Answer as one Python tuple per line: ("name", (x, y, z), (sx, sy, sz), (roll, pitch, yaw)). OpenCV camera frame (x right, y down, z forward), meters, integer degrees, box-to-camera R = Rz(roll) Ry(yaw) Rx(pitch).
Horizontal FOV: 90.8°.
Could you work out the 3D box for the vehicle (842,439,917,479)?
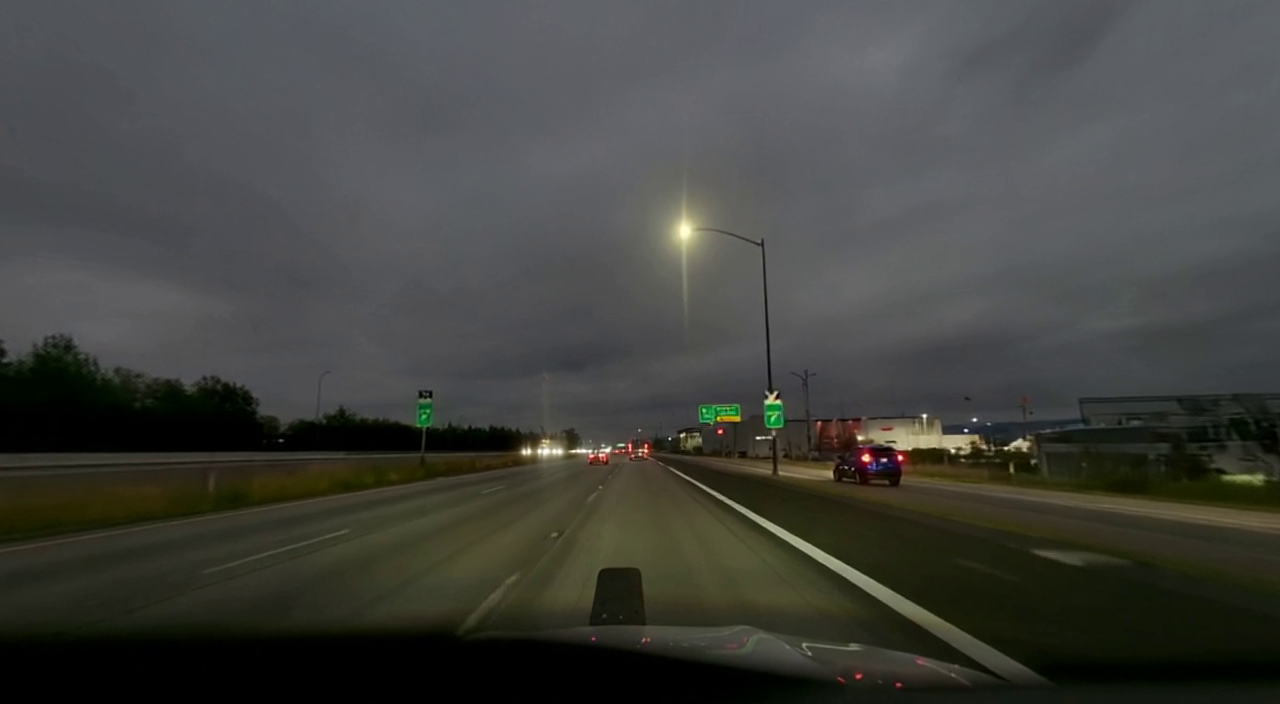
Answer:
("vehicle", (15.058, 6.775, 40.116), (2.411, 2.326, 5.300), (0, -9, -3))
